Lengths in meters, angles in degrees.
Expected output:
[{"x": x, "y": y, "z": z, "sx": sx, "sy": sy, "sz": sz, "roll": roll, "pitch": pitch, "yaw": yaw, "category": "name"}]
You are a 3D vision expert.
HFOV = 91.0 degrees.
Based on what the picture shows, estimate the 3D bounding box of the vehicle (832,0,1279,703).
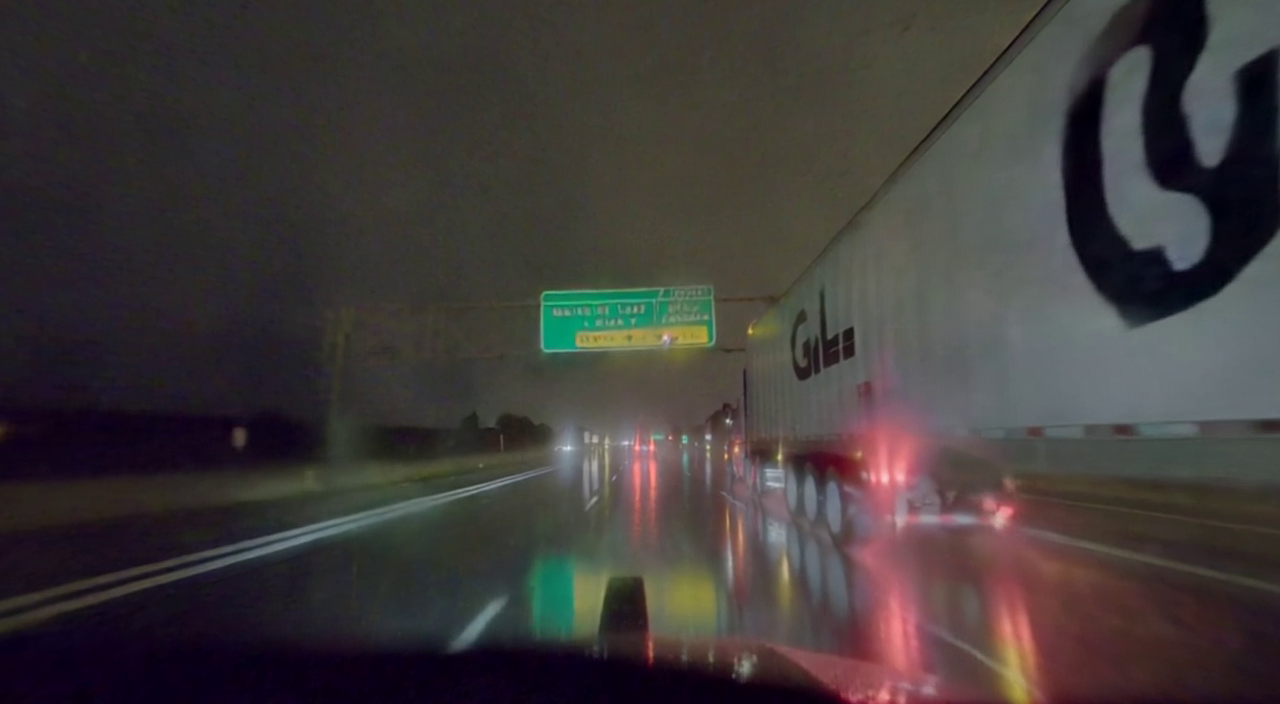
[{"x": 4.117, "y": -0.218, "z": 3.169, "sx": 3.014, "sy": 4.068, "sz": 10.359, "roll": 0, "pitch": -8, "yaw": 0, "category": "vehicle"}]

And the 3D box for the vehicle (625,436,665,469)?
[{"x": 0.261, "y": 5.461, "z": 34.317, "sx": 2.050, "sy": 1.654, "sz": 4.192, "roll": 0, "pitch": -8, "yaw": 0, "category": "vehicle"}]

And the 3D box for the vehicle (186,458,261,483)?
[{"x": -28.737, "y": 8.177, "z": 43.652, "sx": 1.858, "sy": 1.531, "sz": 4.830, "roll": 0, "pitch": -8, "yaw": 1, "category": "vehicle"}]
